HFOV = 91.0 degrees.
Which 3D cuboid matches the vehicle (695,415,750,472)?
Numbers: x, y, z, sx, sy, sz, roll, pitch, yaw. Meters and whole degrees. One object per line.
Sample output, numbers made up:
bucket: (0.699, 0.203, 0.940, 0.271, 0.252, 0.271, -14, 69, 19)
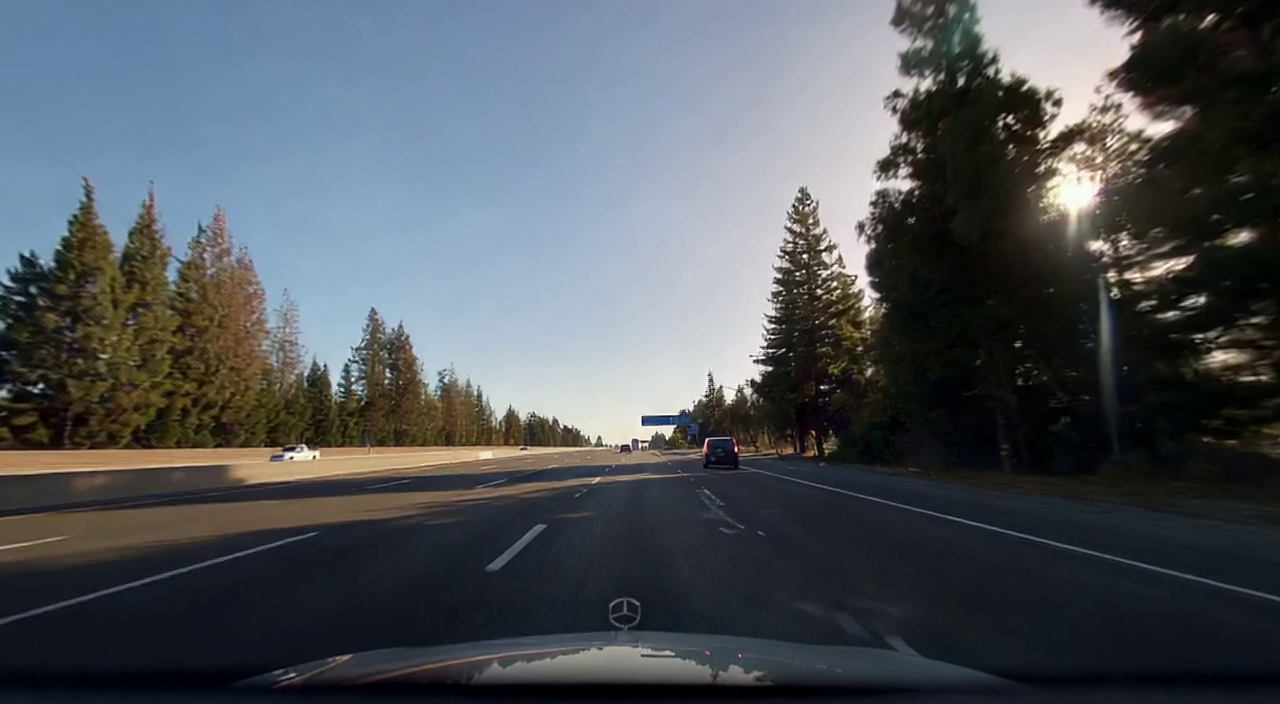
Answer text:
vehicle: (3.872, 4.336, 30.058, 1.928, 2.466, 2.982, -3, -8, -2)
